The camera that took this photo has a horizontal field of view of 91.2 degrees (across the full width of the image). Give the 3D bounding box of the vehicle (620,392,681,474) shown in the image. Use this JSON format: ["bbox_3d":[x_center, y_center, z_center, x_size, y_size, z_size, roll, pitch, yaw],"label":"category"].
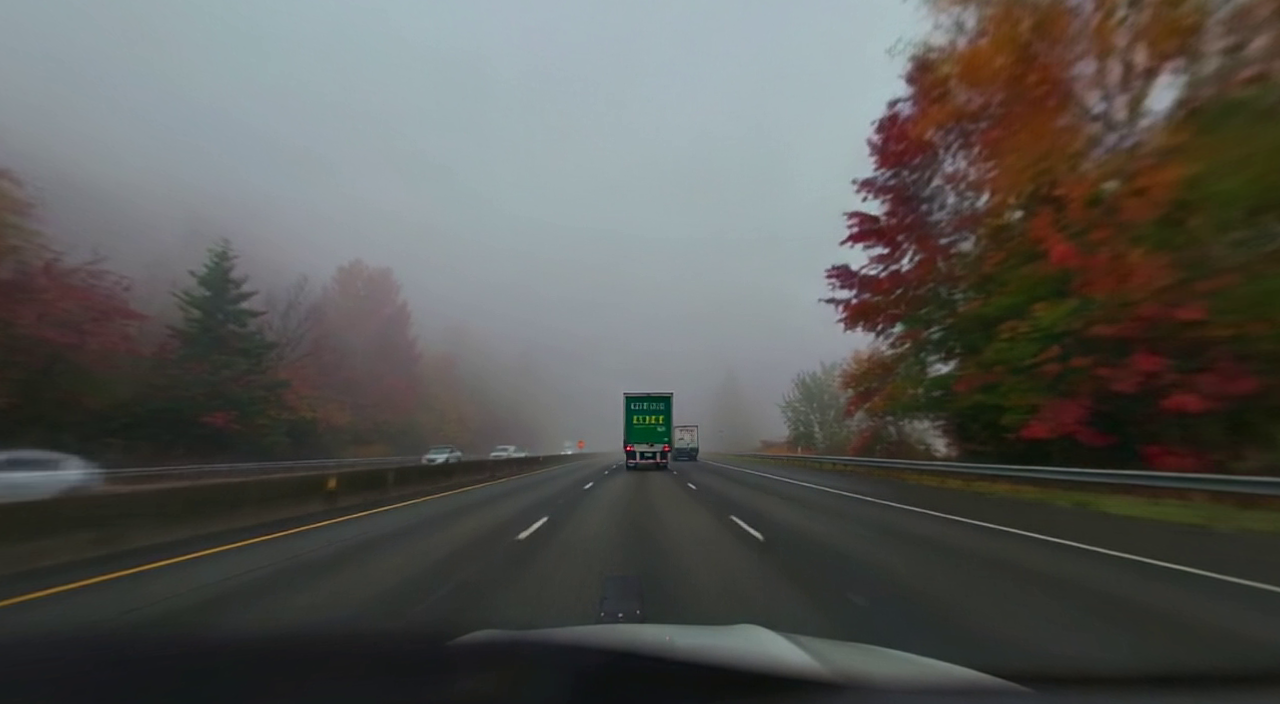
[{"bbox_3d":[0.520,4.848,36.695,3.057,4.073,10.792,0,-9,0],"label":"vehicle"}]
